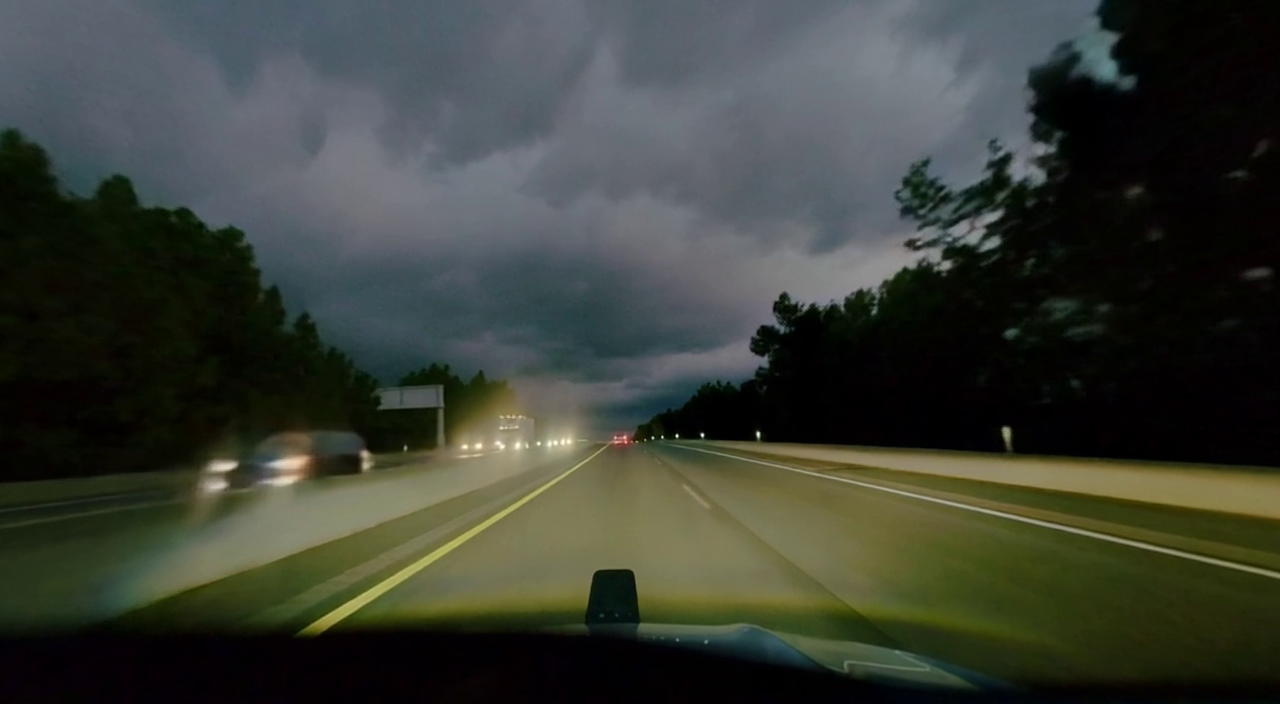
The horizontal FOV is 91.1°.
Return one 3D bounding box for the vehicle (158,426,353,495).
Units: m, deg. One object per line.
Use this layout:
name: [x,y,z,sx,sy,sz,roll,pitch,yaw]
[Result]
vehicle: [-10.208,2.895,17.275,2.498,1.625,4.617,0,-8,-1]
